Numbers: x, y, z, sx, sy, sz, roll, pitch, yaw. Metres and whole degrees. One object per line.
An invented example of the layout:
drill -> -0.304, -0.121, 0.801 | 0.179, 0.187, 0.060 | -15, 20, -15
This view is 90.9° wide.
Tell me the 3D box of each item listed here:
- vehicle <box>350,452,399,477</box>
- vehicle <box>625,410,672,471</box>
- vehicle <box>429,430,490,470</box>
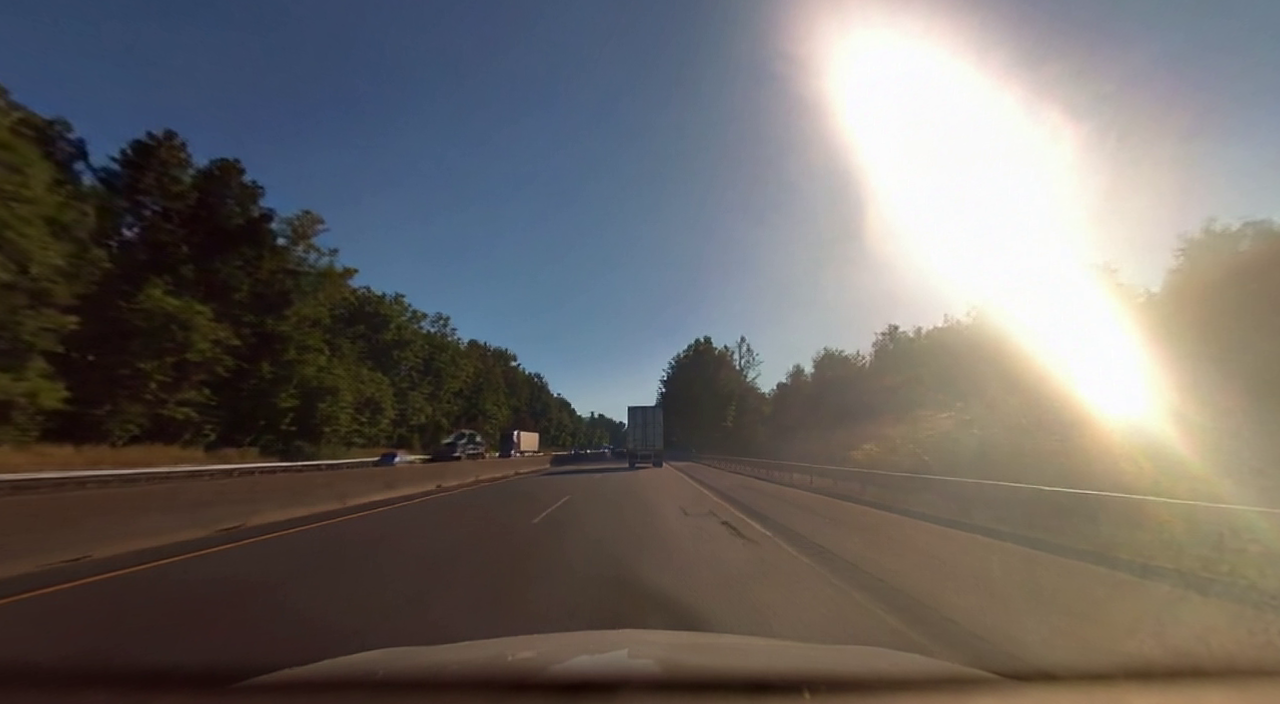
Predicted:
vehicle -> -16.444, 6.949, 39.138 | 1.595, 1.483, 3.151 | 0, -9, 1
vehicle -> 0.474, 6.604, 46.509 | 3.024, 3.965, 10.399 | 0, -9, -1
vehicle -> -12.447, 6.864, 44.025 | 2.282, 2.547, 5.989 | 0, -9, 2
